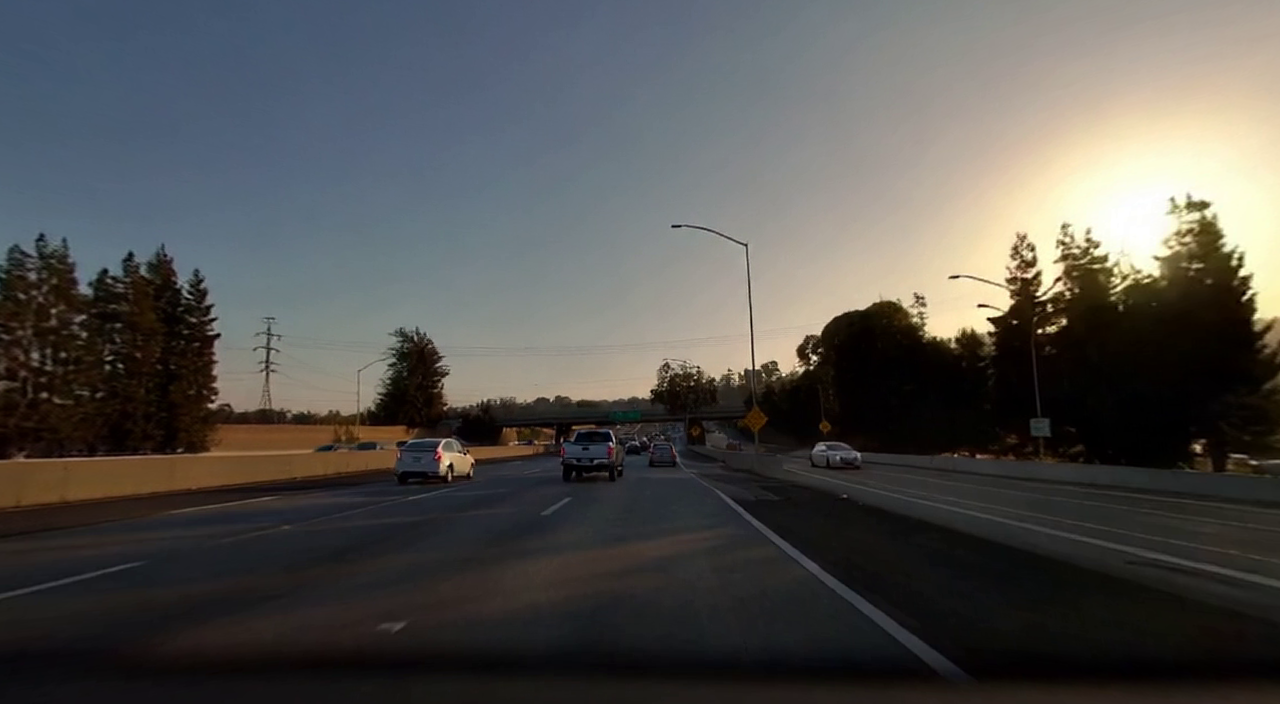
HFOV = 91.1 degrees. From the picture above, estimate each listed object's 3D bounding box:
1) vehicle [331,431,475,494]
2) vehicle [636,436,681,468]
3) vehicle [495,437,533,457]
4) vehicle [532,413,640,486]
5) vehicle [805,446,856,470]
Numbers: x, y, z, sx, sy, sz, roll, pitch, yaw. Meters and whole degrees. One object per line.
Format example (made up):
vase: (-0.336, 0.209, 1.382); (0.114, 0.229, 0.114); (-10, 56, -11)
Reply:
vehicle: (-6.262, 2.970, 17.269); (1.964, 1.481, 4.425); (-1, -8, 4)
vehicle: (0.835, 4.852, 30.611); (2.013, 1.444, 4.447); (0, -8, 0)
vehicle: (-9.785, 7.432, 49.017); (1.915, 1.472, 4.502); (0, -8, 2)
vehicle: (-1.557, 3.282, 21.400); (2.815, 2.092, 6.526); (0, -8, 3)
vehicle: (11.966, 6.651, 39.701); (1.838, 1.439, 4.471); (0, -8, 0)
